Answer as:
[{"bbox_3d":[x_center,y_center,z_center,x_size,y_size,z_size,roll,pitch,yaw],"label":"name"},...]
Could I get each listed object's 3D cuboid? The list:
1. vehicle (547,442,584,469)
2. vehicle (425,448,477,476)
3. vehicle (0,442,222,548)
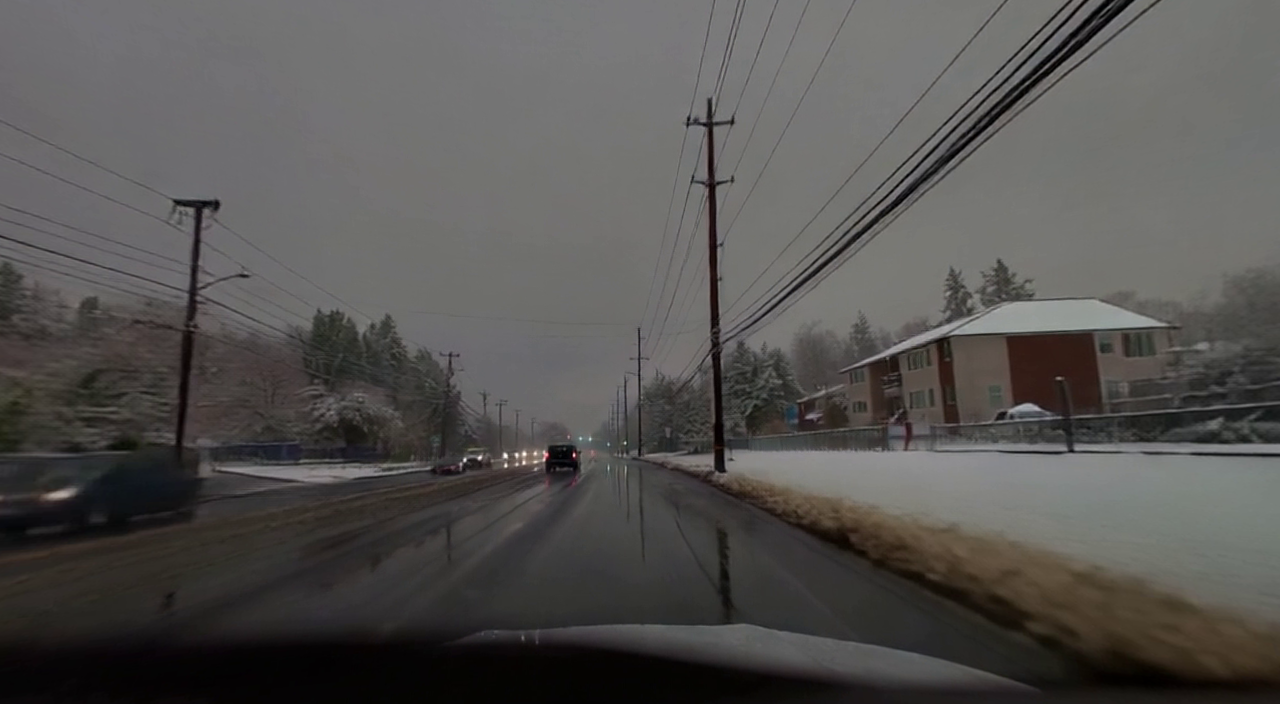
[{"bbox_3d":[-4.583,6.440,39.327,1.992,1.515,4.289,1,-9,-3],"label":"vehicle"},{"bbox_3d":[-11.120,6.459,37.315,1.911,1.508,4.448,1,-9,-3],"label":"vehicle"},{"bbox_3d":[-10.525,2.619,12.258,1.954,1.690,4.080,1,-9,-1],"label":"vehicle"}]
